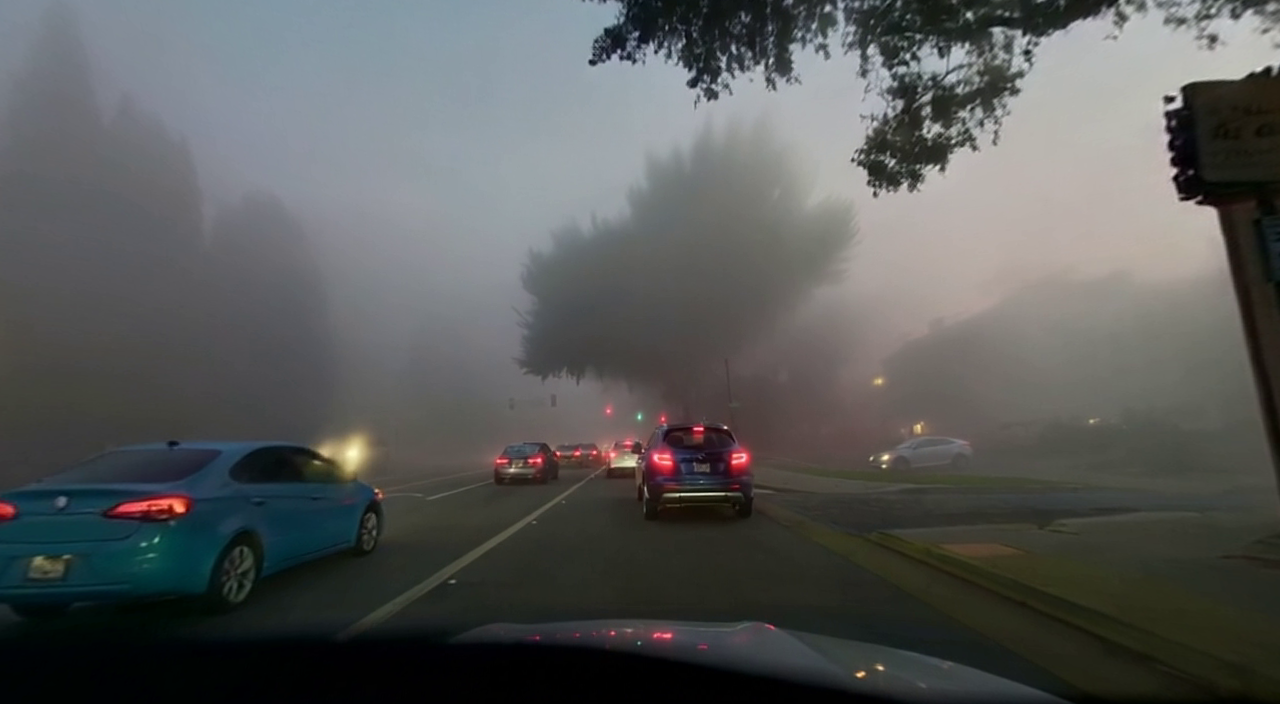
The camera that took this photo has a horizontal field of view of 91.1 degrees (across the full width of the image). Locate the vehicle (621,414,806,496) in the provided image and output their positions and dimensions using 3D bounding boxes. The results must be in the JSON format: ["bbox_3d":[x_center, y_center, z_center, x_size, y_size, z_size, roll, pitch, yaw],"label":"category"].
[{"bbox_3d":[1.956,2.811,17.416,4.642,1.955,2.052,-6,-10,35],"label":"vehicle"}]

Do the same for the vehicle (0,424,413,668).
[{"bbox_3d":[-4.032,1.499,6.030,2.026,1.466,4.282,0,-8,1],"label":"vehicle"}]

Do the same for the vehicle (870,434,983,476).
[{"bbox_3d":[12.312,4.460,27.129,3.871,1.525,1.835,-3,-9,0],"label":"vehicle"}]

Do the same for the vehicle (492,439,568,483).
[{"bbox_3d":[-3.925,3.968,23.115,2.042,1.470,4.123,0,-8,0],"label":"vehicle"}]

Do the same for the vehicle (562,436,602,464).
[{"bbox_3d":[-3.619,6.245,40.013,2.053,1.652,3.873,0,-8,2],"label":"vehicle"}]
